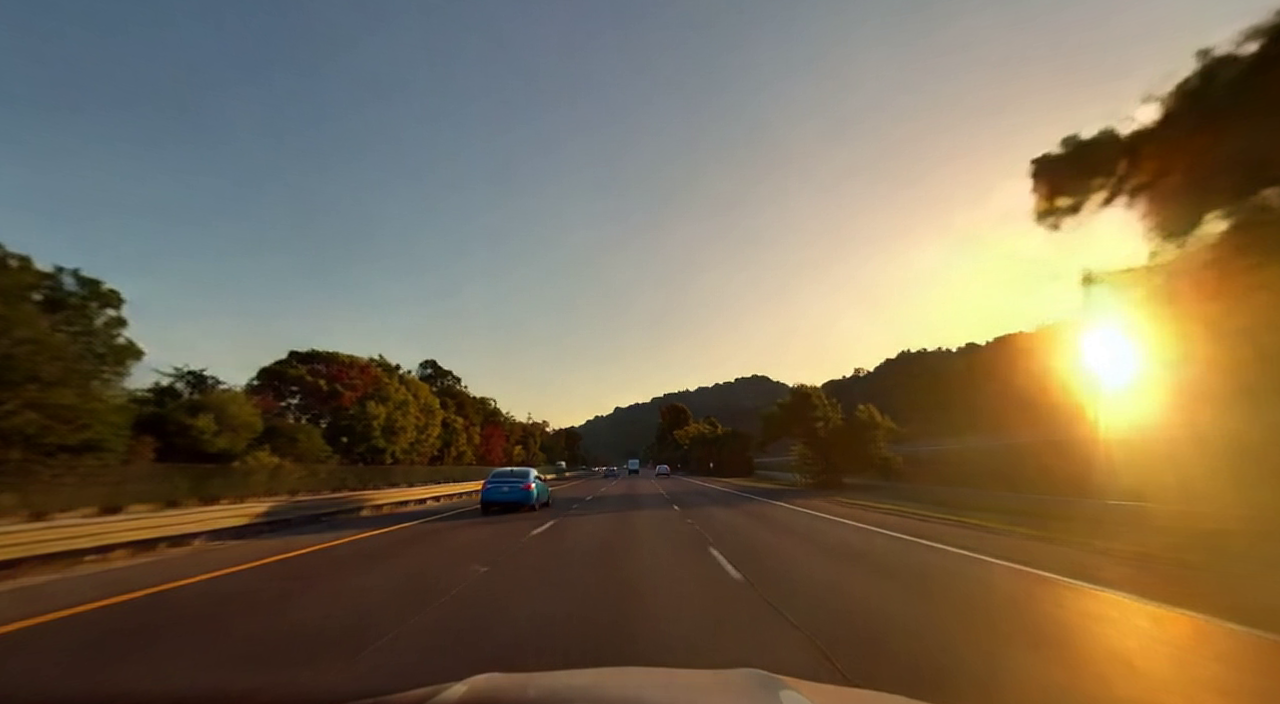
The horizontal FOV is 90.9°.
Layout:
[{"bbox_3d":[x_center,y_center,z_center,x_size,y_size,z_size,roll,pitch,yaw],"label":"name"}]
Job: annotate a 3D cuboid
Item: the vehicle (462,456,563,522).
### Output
[{"bbox_3d":[-3.295,3.648,17.105,1.797,1.532,4.072,0,-10,1],"label":"vehicle"}]
